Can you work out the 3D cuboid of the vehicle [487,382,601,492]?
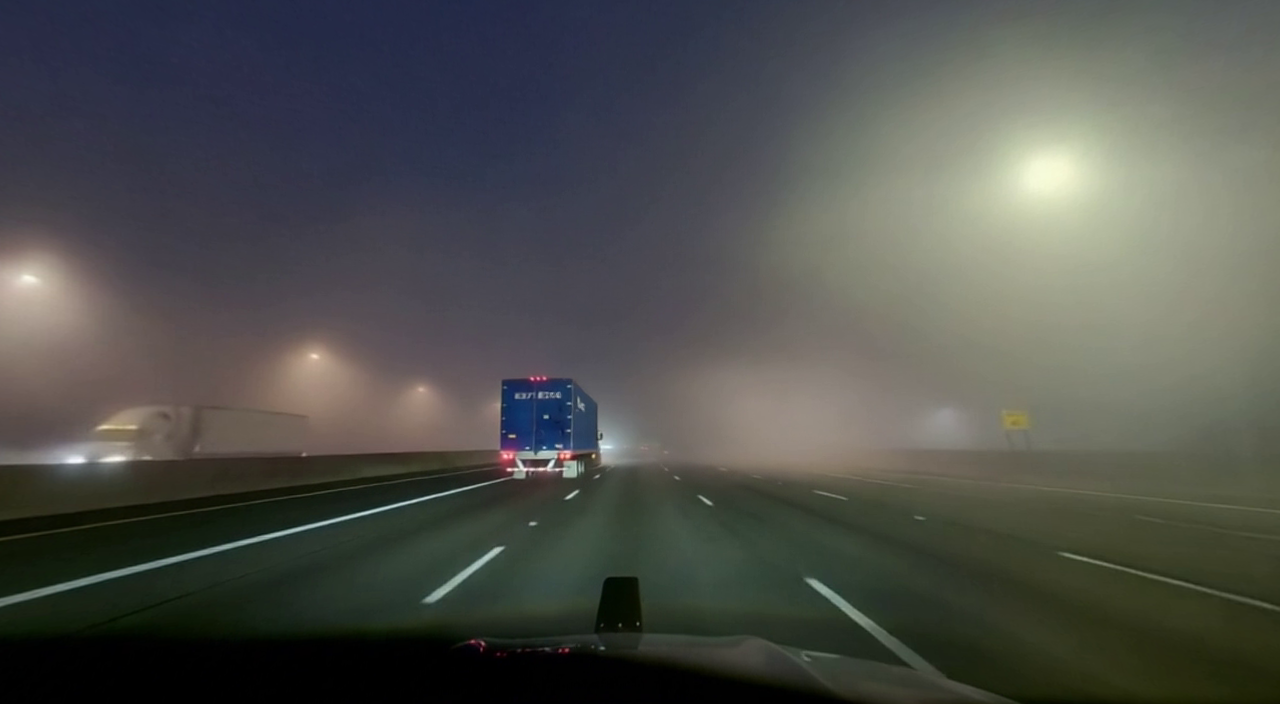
[{"bbox_3d":[-3.267,3.300,24.020,2.922,3.458,8.360,0,-9,1],"label":"vehicle"}]

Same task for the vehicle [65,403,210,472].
[{"bbox_3d":[-28.858,5.015,36.633,3.020,3.679,6.256,0,-9,0],"label":"vehicle"}]

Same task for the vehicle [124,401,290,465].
[{"bbox_3d":[-28.823,5.709,43.094,2.921,3.762,11.824,0,-9,0],"label":"vehicle"}]
